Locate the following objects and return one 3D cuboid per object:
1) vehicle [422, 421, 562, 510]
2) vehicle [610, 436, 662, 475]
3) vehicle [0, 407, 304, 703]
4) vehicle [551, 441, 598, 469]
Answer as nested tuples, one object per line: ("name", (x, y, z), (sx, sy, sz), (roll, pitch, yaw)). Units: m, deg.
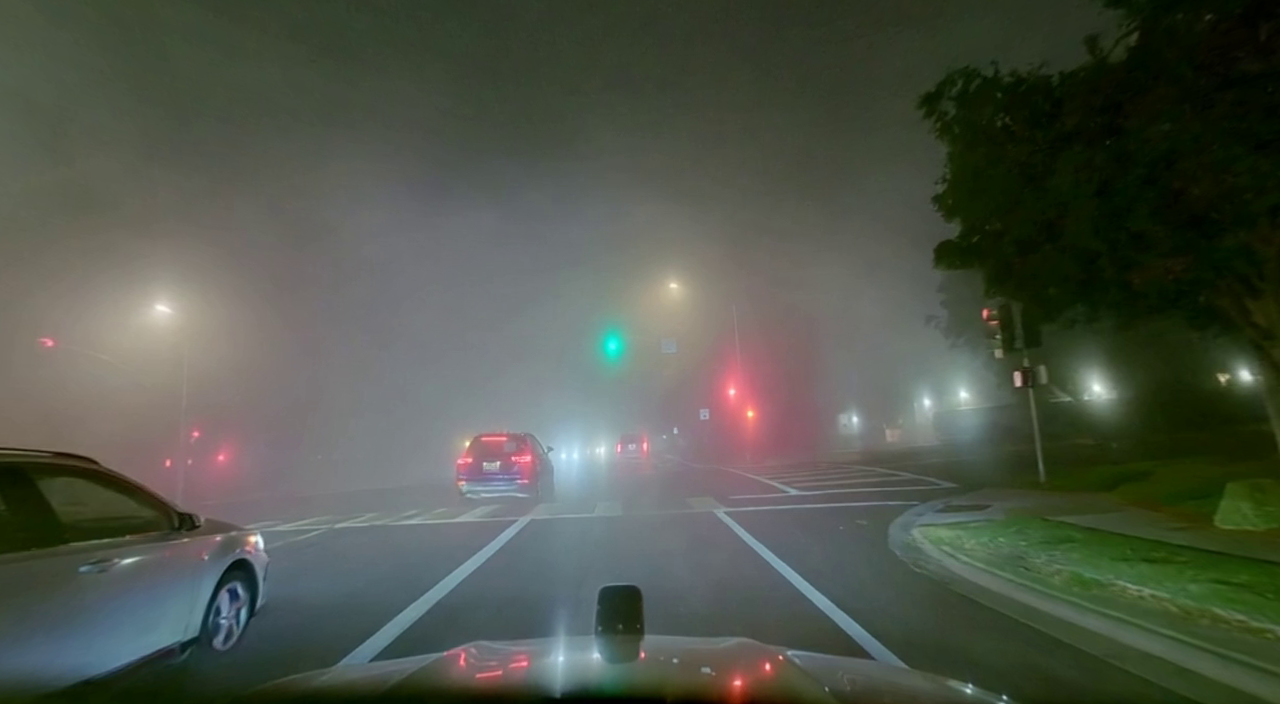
("vehicle", (-3.265, 2.622, 15.033), (2.157, 1.771, 4.452), (0, -8, 1))
("vehicle", (-0.210, 4.338, 26.786), (2.062, 1.518, 3.901), (0, -8, -1))
("vehicle", (-3.512, 0.938, 2.319), (1.934, 1.475, 4.741), (0, -8, 0))
("vehicle", (-3.716, 5.975, 36.793), (2.268, 1.522, 4.350), (0, -8, 0))
